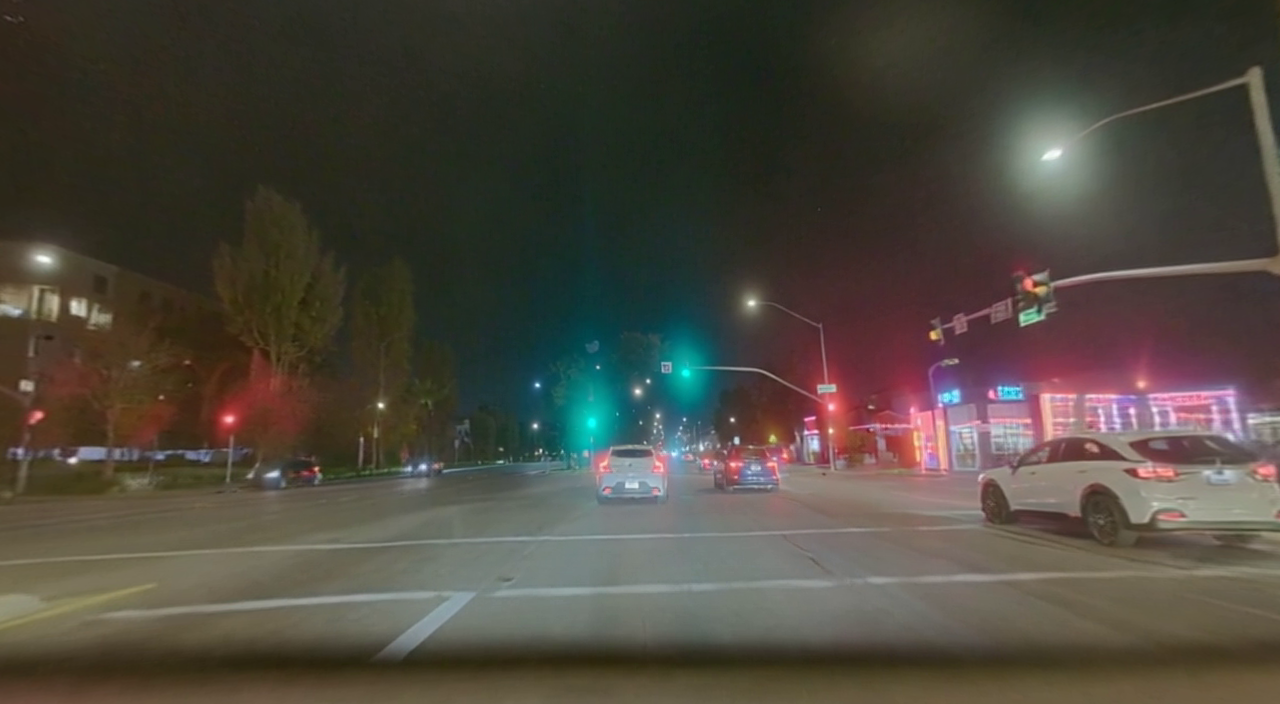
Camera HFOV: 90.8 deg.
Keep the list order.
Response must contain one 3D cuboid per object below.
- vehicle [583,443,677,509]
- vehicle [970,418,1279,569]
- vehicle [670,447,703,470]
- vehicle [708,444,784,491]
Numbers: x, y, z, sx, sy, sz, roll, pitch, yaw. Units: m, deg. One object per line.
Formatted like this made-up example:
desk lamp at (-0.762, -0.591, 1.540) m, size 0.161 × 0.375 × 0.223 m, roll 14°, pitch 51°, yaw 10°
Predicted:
vehicle at (-0.269, 3.110, 16.337) m, size 2.110 × 1.487 × 3.873 m, roll 0°, pitch -8°, yaw -1°
vehicle at (6.923, 1.890, 9.199) m, size 1.940 × 1.674 × 4.085 m, roll 0°, pitch -8°, yaw -1°
vehicle at (3.388, 7.784, 46.428) m, size 2.012 × 1.570 × 4.600 m, roll 0°, pitch -8°, yaw -1°
vehicle at (3.728, 4.109, 22.919) m, size 1.892 × 1.532 × 4.177 m, roll 0°, pitch -8°, yaw -2°
